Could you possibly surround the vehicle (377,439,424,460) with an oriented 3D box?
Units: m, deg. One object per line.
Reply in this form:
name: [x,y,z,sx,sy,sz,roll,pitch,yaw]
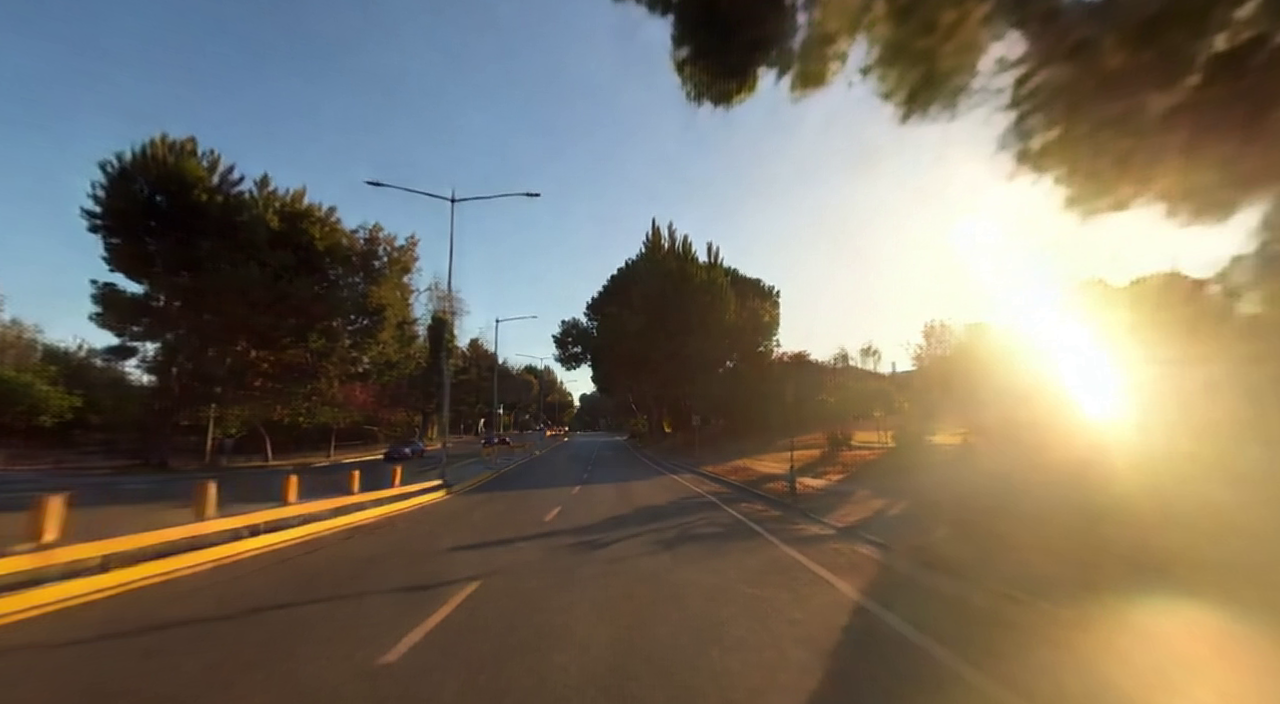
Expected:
vehicle: [-18.497,7.574,49.018,1.892,1.521,4.641,0,-9,-1]
